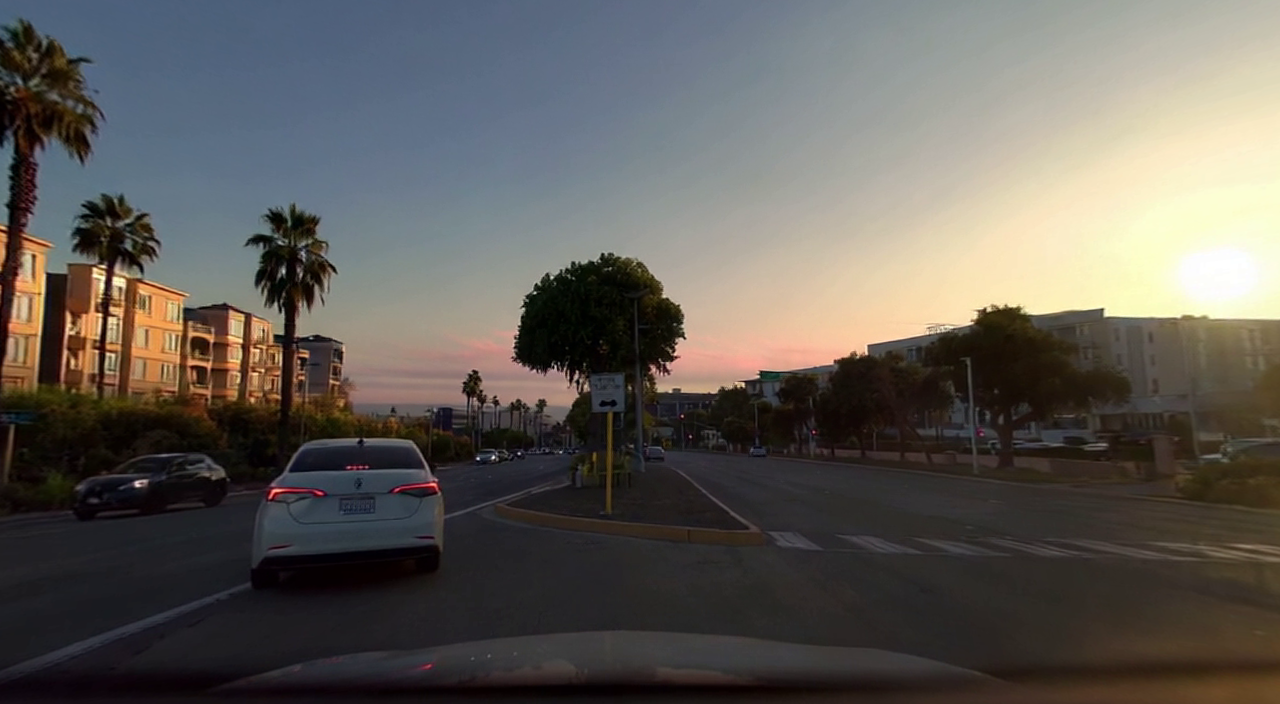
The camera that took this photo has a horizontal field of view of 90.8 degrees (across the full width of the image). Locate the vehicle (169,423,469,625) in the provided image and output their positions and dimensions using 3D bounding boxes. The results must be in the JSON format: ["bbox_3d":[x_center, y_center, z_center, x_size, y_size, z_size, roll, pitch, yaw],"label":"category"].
[{"bbox_3d":[-3.801,1.618,7.035,1.986,1.473,4.382,7,-11,-39],"label":"vehicle"}]

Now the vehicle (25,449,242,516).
[{"bbox_3d":[-12.974,3.324,16.706,2.099,1.464,4.615,0,-9,-4],"label":"vehicle"}]
